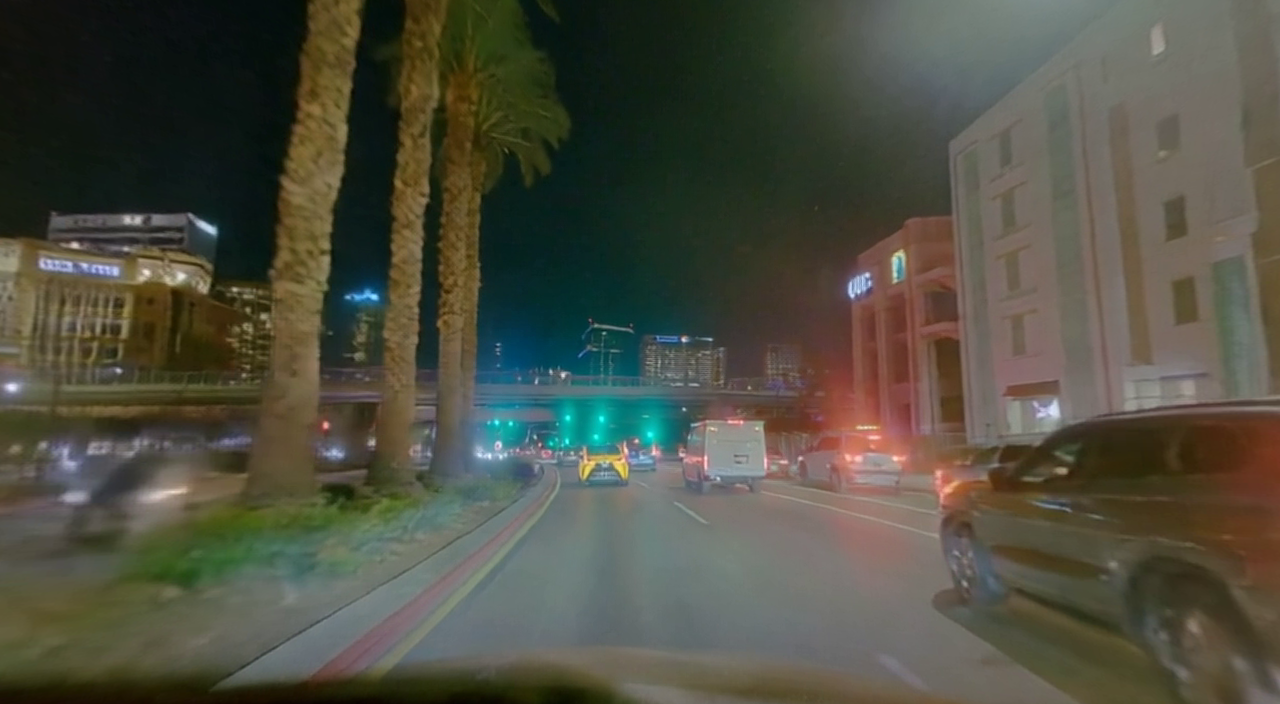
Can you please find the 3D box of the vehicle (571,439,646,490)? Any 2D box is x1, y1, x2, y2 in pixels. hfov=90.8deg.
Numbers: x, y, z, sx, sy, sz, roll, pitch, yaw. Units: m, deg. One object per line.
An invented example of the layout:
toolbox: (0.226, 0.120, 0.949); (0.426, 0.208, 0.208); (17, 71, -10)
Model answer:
vehicle: (-1.278, 4.028, 23.038); (2.332, 1.625, 4.933); (1, -9, -7)

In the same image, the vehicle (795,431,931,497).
vehicle: (6.578, 3.365, 19.365); (2.164, 1.745, 4.677); (0, -9, -4)

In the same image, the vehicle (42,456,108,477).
vehicle: (-43.246, 8.767, 48.438); (1.794, 1.461, 3.581); (0, -9, -3)

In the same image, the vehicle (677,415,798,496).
vehicle: (2.800, 3.192, 19.736); (2.434, 2.171, 5.098); (1, -9, -7)

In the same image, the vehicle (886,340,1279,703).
vehicle: (3.573, 1.035, 4.032); (2.151, 1.695, 4.258); (0, -9, -2)

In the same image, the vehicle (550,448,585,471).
vehicle: (-5.188, 7.636, 44.967); (2.081, 1.503, 3.681); (2, -9, -13)
